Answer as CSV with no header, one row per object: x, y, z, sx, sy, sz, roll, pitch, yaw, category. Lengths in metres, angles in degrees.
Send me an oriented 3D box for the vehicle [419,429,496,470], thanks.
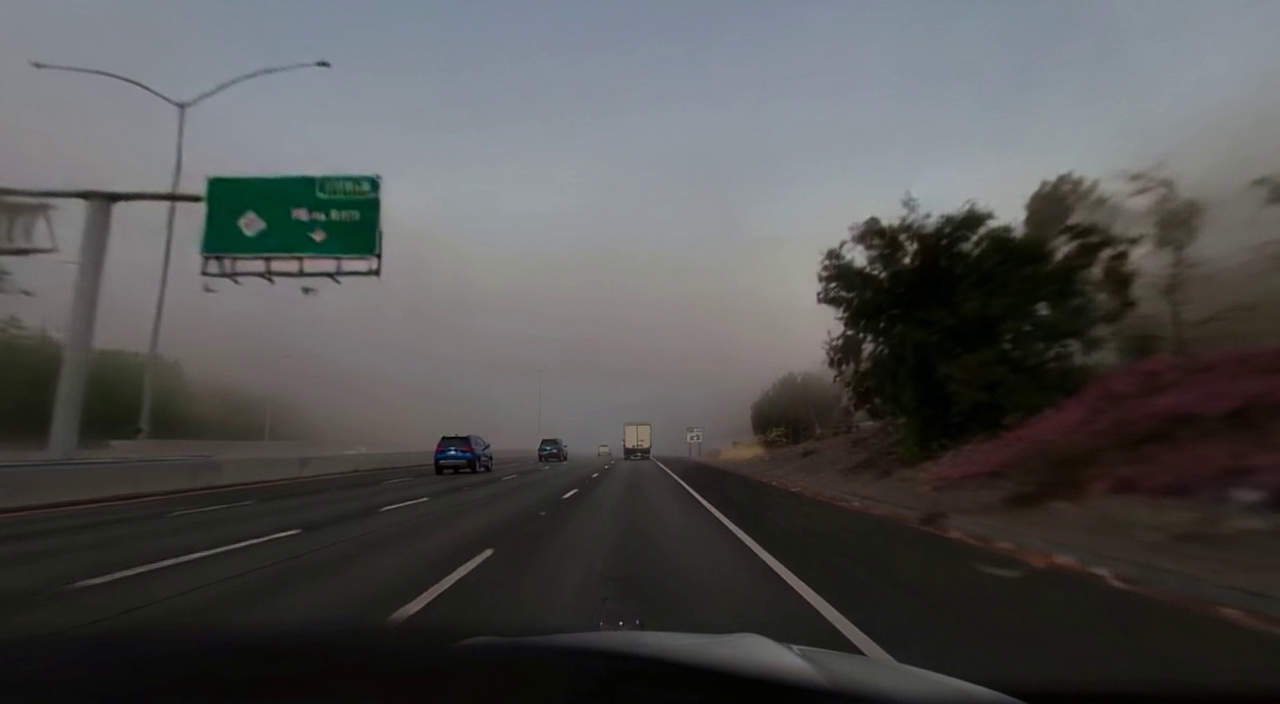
-10.609,5.777,37.337,2.571,2.169,6.443,0,-9,1,vehicle

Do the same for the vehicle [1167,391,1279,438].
23.334,2.228,22.640,2.401,1.540,6.222,2,-10,-18,vehicle

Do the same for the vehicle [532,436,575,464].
-6.533,7.497,48.350,2.502,1.997,5.697,0,-9,0,vehicle
